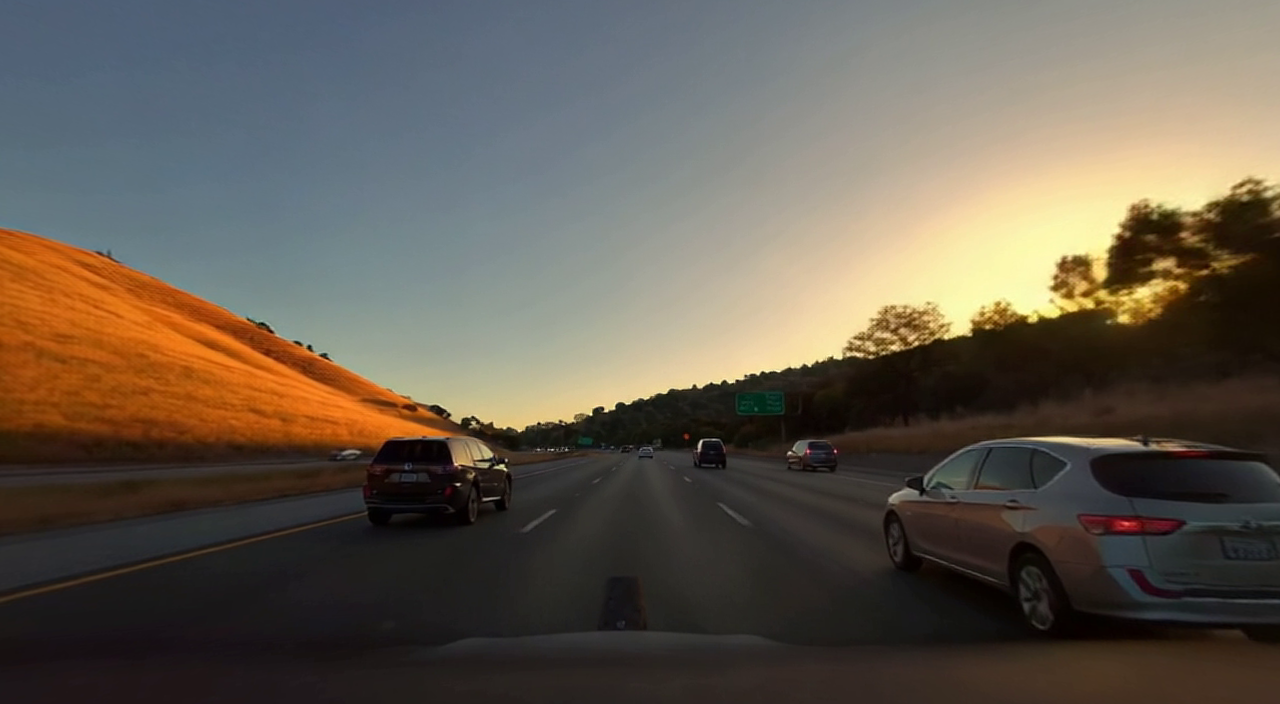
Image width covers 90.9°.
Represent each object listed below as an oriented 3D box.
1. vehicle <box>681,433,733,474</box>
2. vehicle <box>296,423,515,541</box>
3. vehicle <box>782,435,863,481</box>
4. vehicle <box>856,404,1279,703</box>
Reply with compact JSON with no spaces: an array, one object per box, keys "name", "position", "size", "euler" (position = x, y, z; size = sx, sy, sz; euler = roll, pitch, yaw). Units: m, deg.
[{"name":"vehicle","position":[3.394,5.261,32.828],"size":[2.121,1.925,5.056],"euler":[0,-8,0]},{"name":"vehicle","position":[-3.823,2.200,11.334],"size":[2.166,1.672,4.388],"euler":[0,-8,1]},{"name":"vehicle","position":[7.406,4.349,26.072],"size":[1.998,1.717,4.338],"euler":[0,-8,0]},{"name":"vehicle","position":[3.398,1.282,4.895],"size":[1.941,1.481,4.300],"euler":[0,-8,0]}]
